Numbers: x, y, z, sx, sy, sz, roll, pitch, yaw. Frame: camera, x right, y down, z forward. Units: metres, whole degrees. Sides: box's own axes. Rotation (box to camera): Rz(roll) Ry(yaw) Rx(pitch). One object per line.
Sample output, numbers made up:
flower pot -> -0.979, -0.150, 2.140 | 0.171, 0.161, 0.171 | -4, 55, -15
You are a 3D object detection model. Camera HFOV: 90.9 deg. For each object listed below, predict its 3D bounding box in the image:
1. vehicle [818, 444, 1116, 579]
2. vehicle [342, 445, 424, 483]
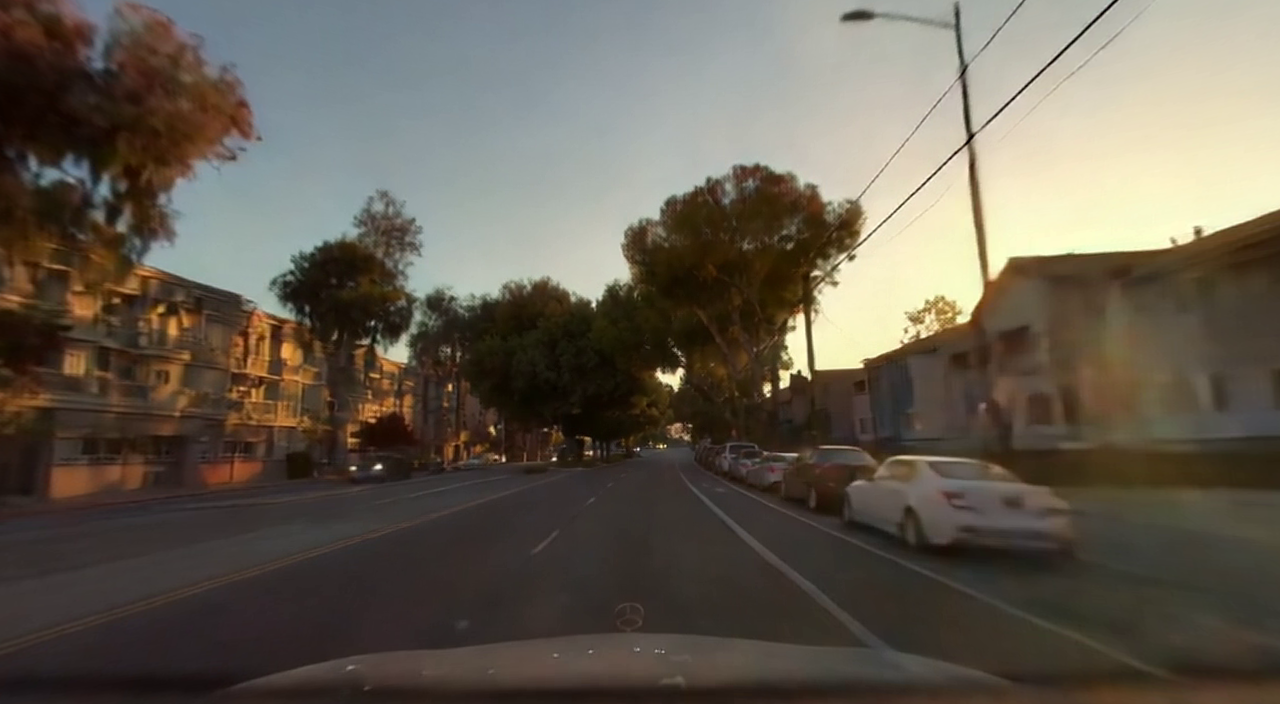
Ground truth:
vehicle -> 4.174, 2.059, 9.162 | 1.833, 1.399, 4.727 | 0, -8, 1
vehicle -> -12.817, 5.582, 31.821 | 2.045, 1.712, 4.511 | -1, -8, 3
